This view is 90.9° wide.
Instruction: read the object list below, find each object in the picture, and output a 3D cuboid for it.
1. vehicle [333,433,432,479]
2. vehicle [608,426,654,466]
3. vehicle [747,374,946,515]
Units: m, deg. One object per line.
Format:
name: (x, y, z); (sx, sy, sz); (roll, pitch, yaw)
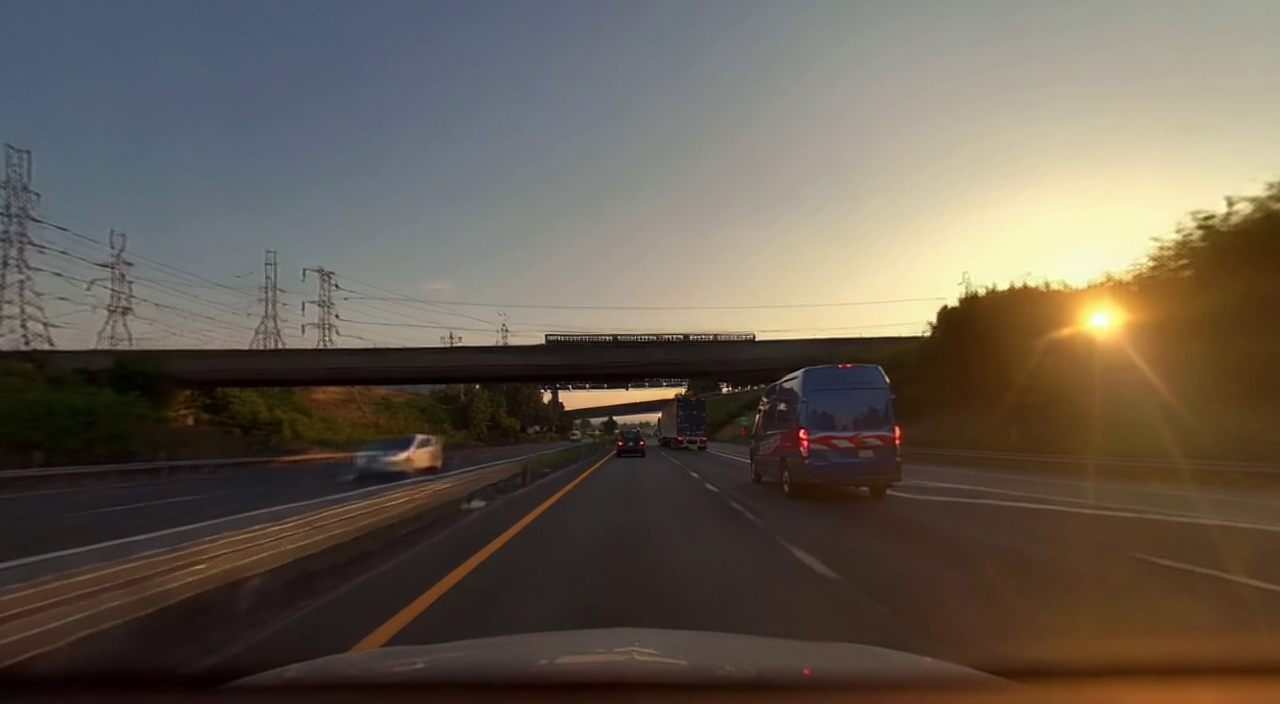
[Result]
vehicle: (-9.784, 3.950, 24.375); (1.967, 1.601, 4.377); (0, -8, 0)
vehicle: (-0.459, 4.495, 30.277); (2.073, 1.750, 4.116); (0, -8, -1)
vehicle: (4.176, 2.022, 14.063); (2.387, 2.506, 5.374); (0, -8, -2)
